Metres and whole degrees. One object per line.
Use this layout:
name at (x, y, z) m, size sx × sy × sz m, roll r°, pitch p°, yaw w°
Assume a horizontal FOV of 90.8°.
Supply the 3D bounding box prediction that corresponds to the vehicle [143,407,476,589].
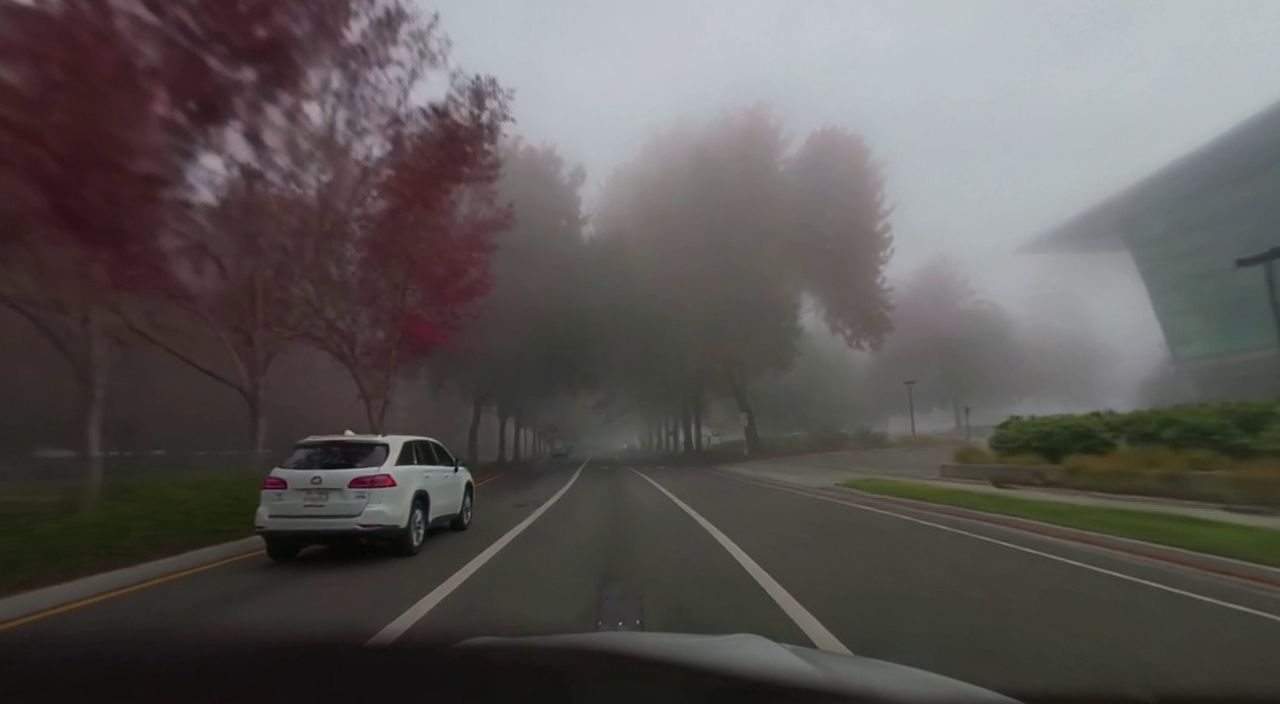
vehicle at (-3.742, 1.724, 8.377) m, size 2.067 × 1.700 × 4.561 m, roll 0°, pitch -8°, yaw -2°
